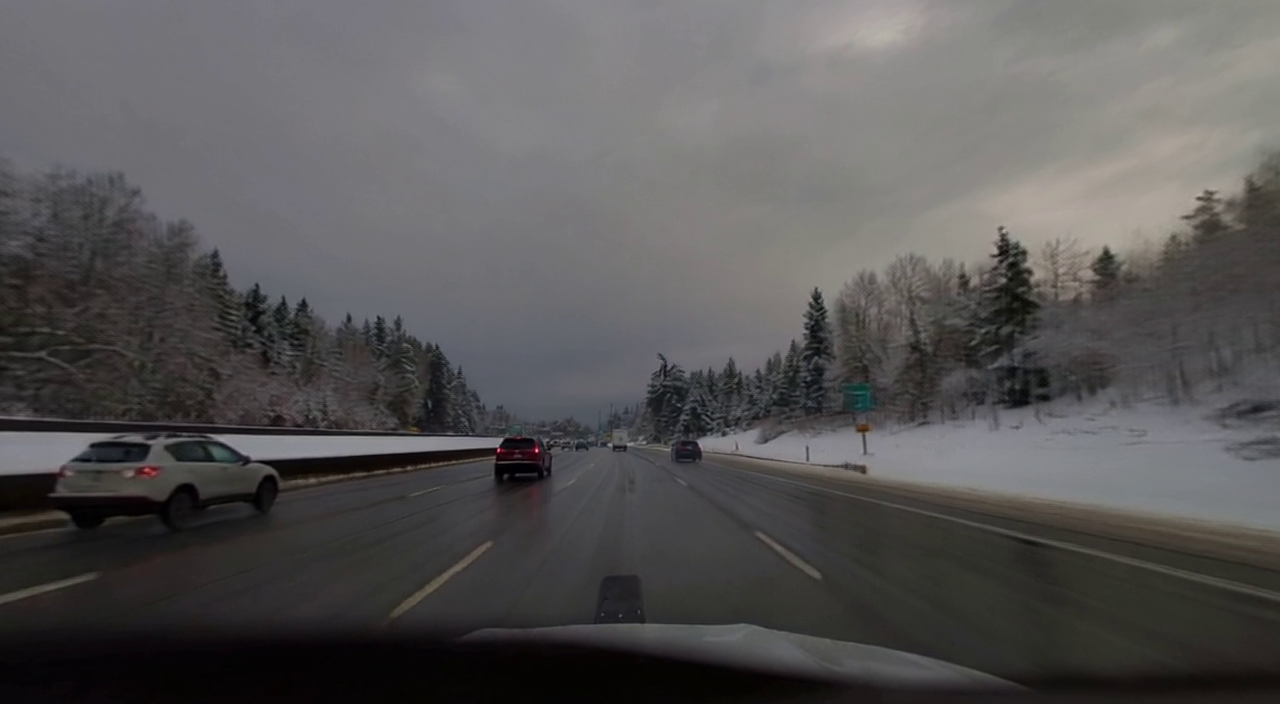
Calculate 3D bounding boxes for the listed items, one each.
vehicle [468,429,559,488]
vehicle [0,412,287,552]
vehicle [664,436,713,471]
[{"bbox_3d":[-3.895,3.362,20.147,2.002,1.680,4.301,0,-9,0],"label":"vehicle"},{"bbox_3d":[-8.134,1.946,10.121,2.237,1.703,4.681,0,-9,-1],"label":"vehicle"},{"bbox_3d":[2.469,5.317,33.214,2.053,1.698,4.097,0,-9,-3],"label":"vehicle"}]
